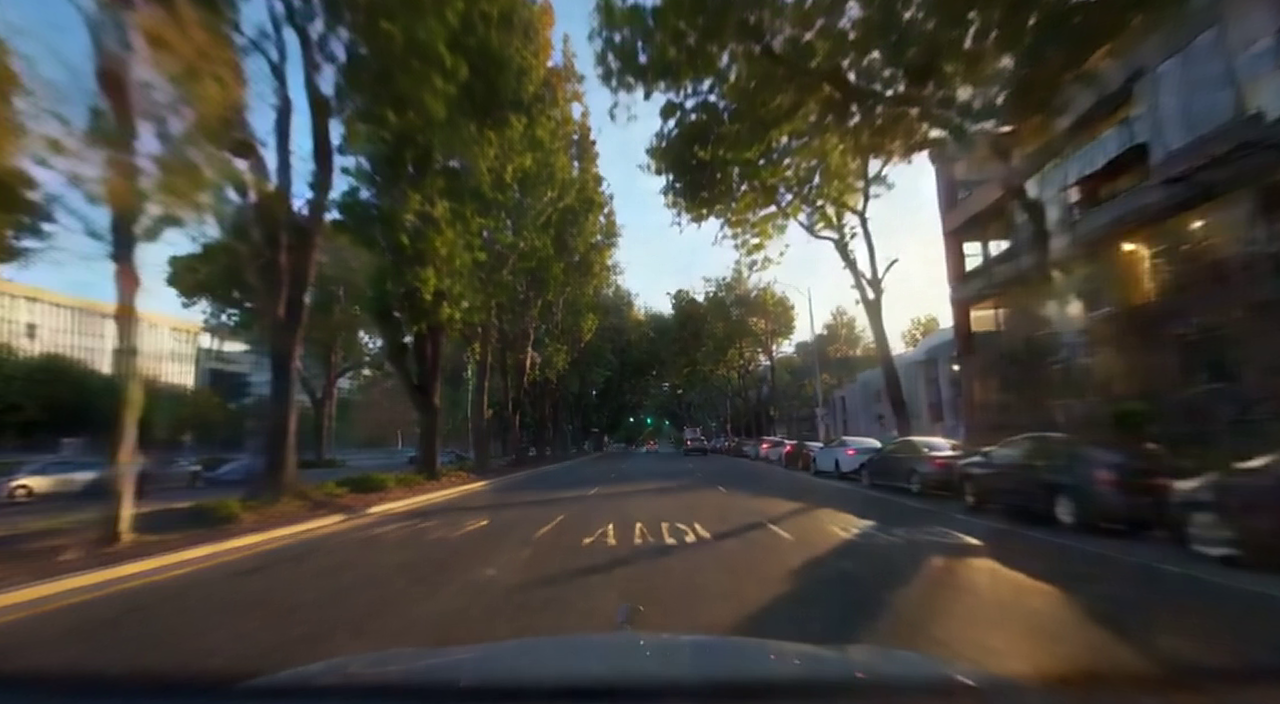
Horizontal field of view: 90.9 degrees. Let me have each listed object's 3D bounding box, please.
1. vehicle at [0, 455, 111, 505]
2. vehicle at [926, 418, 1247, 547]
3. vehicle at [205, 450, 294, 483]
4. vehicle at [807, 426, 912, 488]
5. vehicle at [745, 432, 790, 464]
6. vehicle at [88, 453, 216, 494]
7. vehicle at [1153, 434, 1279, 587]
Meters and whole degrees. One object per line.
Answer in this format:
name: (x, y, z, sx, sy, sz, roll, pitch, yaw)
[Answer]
vehicle: (-22.080, 4.645, 22.897, 1.990, 1.525, 4.387, -7, -9, 1)
vehicle: (7.091, 2.110, 10.968, 1.963, 1.701, 5.028, 0, -8, 1)
vehicle: (-21.633, 6.328, 35.169, 1.936, 1.538, 4.777, -4, -8, 0)
vehicle: (7.380, 3.592, 21.801, 1.974, 1.876, 4.842, -1, -8, 2)
vehicle: (7.891, 5.998, 39.441, 1.908, 1.833, 4.711, 0, -8, 1)
vehicle: (-21.779, 5.420, 28.480, 1.827, 1.518, 4.870, -3, -8, 2)
vehicle: (7.124, 1.417, 5.319, 1.788, 1.475, 4.493, 0, -8, 0)
